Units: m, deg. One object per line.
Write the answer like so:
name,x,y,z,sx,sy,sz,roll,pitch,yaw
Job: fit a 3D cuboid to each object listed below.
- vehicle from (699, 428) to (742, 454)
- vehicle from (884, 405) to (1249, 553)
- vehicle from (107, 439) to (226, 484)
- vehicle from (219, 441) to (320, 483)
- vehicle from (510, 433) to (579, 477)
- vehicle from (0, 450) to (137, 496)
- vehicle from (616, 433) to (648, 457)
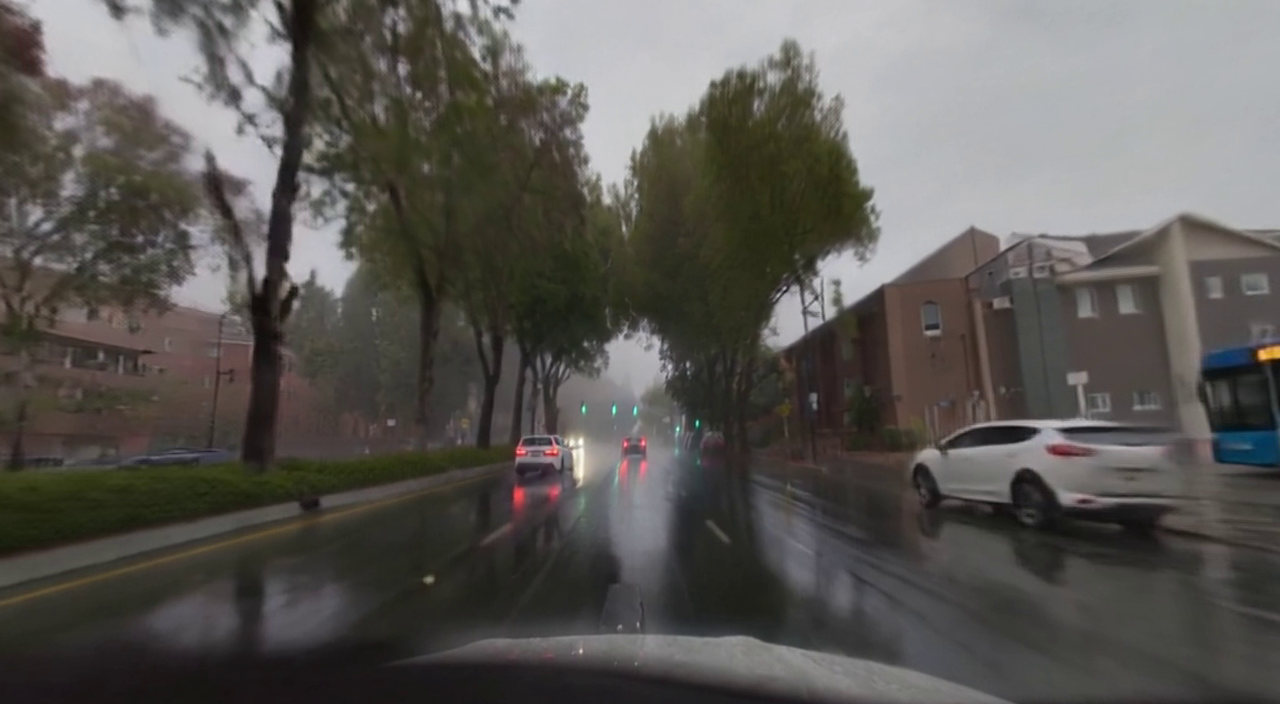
vehicle,5.964,6.743,47.752,2.390,1.816,6.050,0,-8,-1
vehicle,6.378,1.984,10.728,2.206,1.803,5.753,0,-8,0
vehicle,-21.853,5.070,29.475,1.947,1.857,4.851,-1,-9,-3
vehicle,-15.307,4.536,26.370,1.806,1.590,4.151,0,-8,-2
vehicle,-3.546,3.894,24.161,1.934,1.522,4.287,0,-8,0
vehicle,-22.142,4.499,23.966,2.137,1.493,4.852,0,-8,-1
vehicle,-0.511,6.182,42.109,1.999,1.520,3.896,0,-8,0
